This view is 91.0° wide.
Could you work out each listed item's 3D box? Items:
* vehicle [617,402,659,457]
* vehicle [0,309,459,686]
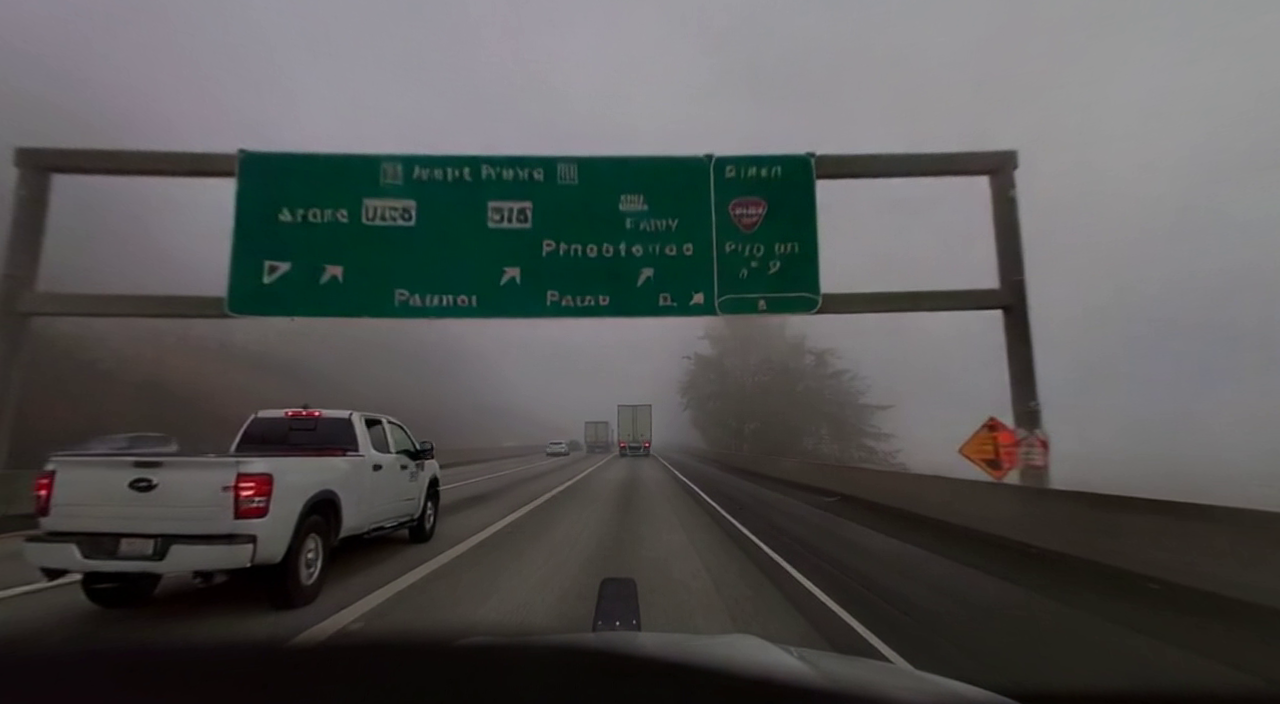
[{"bbox_3d":[-0.290,6.210,49.922,2.939,3.886,10.374,0,-8,-2],"label":"vehicle"},{"bbox_3d":[-3.507,1.098,5.864,2.223,2.045,4.798,0,-8,-1],"label":"vehicle"}]
